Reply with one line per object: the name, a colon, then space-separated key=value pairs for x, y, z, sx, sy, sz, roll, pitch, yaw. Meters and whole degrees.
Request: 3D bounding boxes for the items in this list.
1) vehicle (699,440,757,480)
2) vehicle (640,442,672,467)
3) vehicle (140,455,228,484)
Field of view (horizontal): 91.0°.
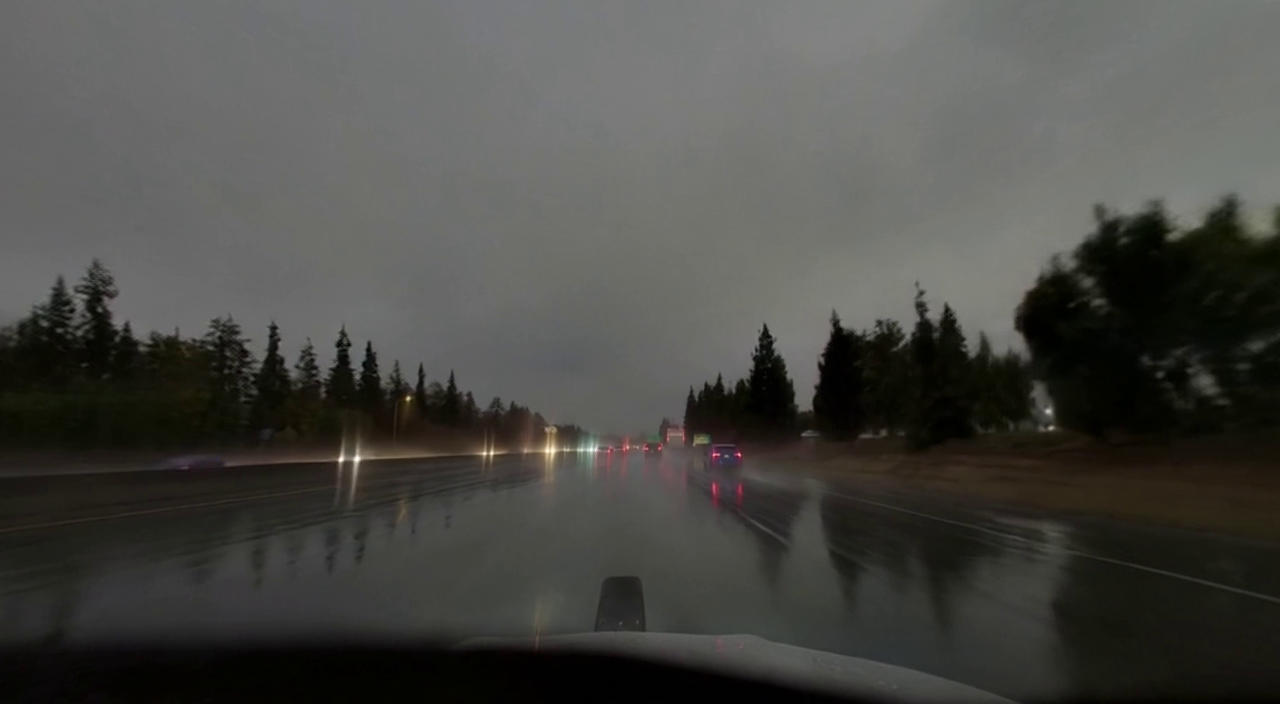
vehicle: x=4.014 y=5.022 z=29.465 sx=2.082 sy=1.720 sz=4.393 roll=0 pitch=-9 yaw=0
vehicle: x=1.148 y=7.594 z=46.729 sx=2.205 sy=1.785 sz=4.423 roll=0 pitch=-9 yaw=0
vehicle: x=-28.515 y=7.319 z=39.597 sx=1.920 sy=1.635 sz=4.677 roll=0 pitch=-9 yaw=1
